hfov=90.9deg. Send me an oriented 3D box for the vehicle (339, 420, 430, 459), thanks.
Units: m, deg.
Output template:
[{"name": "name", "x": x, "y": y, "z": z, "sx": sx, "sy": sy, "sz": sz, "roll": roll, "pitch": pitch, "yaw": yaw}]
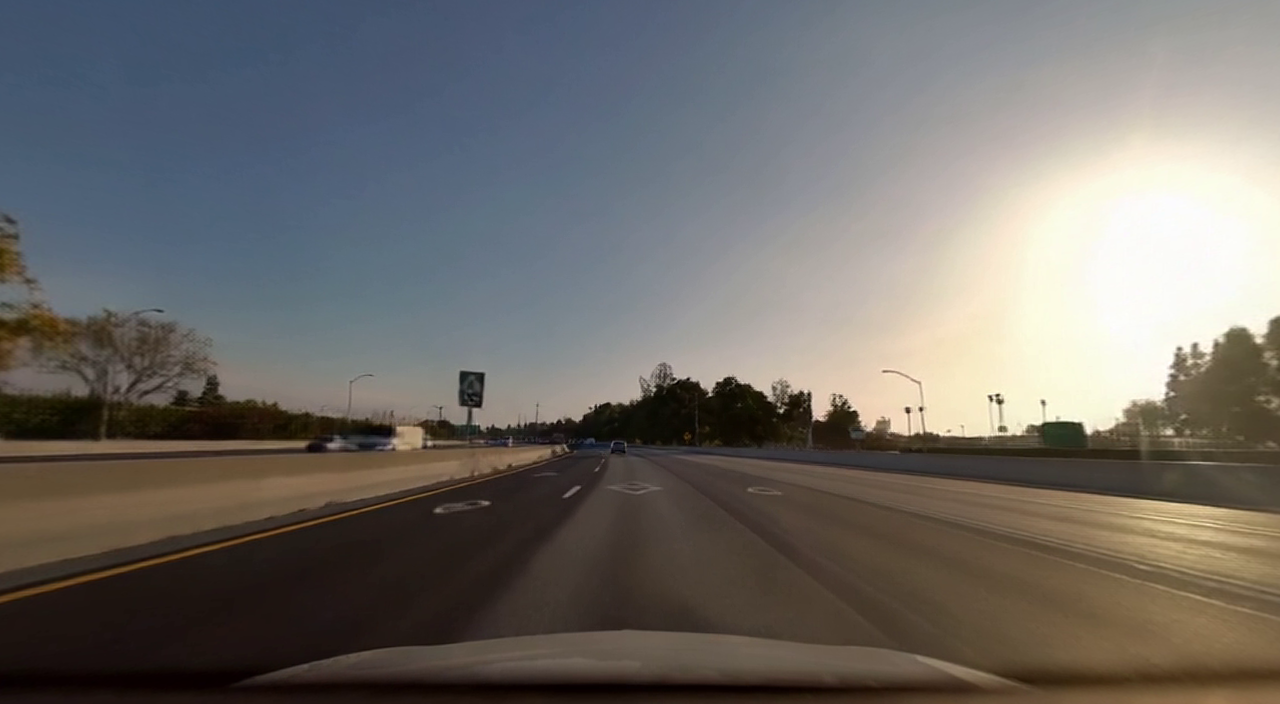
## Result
[{"name": "vehicle", "x": -13.250, "y": 4.636, "z": 33.250, "sx": 2.342, "sy": 1.855, "sz": 5.974, "roll": 0, "pitch": -8, "yaw": -1}]
